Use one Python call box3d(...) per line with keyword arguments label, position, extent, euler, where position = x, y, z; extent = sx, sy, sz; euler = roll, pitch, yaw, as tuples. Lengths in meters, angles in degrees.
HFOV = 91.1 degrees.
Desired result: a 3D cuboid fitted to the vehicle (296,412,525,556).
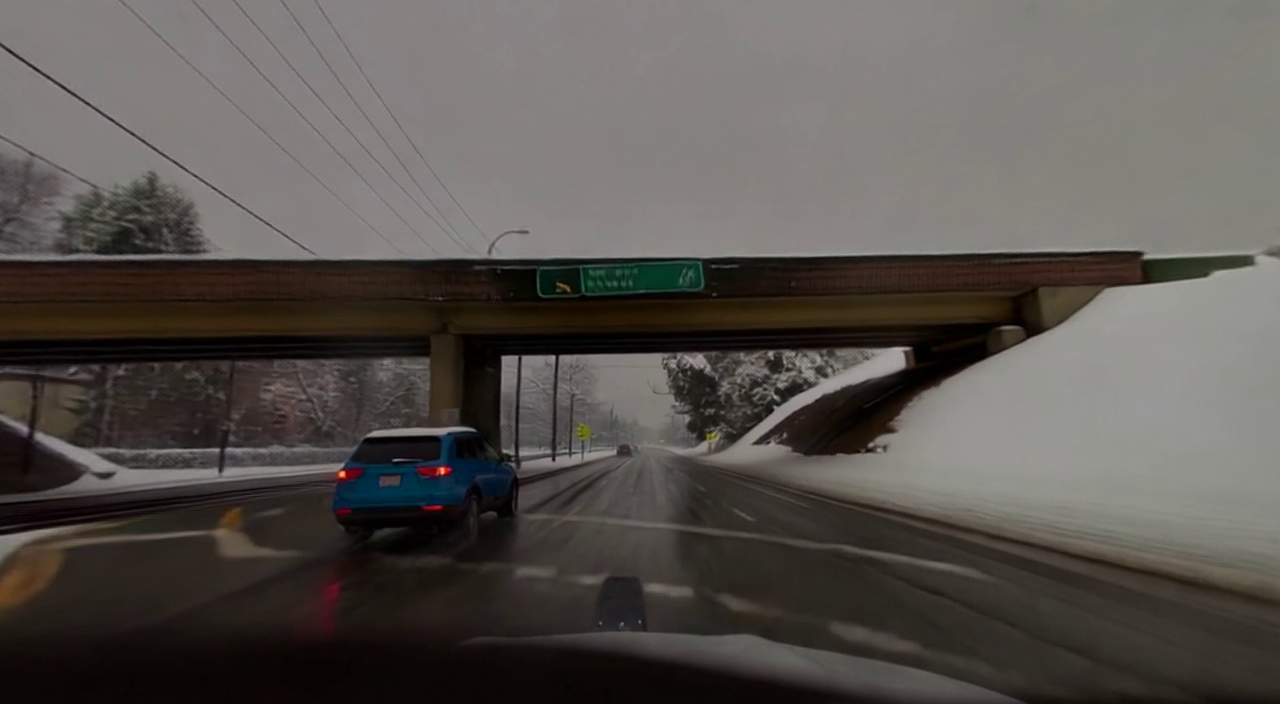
box3d(label="vehicle", position=(-3.158, 1.902, 9.772), extent=(1.882, 1.704, 4.335), euler=(0, -8, 0))
